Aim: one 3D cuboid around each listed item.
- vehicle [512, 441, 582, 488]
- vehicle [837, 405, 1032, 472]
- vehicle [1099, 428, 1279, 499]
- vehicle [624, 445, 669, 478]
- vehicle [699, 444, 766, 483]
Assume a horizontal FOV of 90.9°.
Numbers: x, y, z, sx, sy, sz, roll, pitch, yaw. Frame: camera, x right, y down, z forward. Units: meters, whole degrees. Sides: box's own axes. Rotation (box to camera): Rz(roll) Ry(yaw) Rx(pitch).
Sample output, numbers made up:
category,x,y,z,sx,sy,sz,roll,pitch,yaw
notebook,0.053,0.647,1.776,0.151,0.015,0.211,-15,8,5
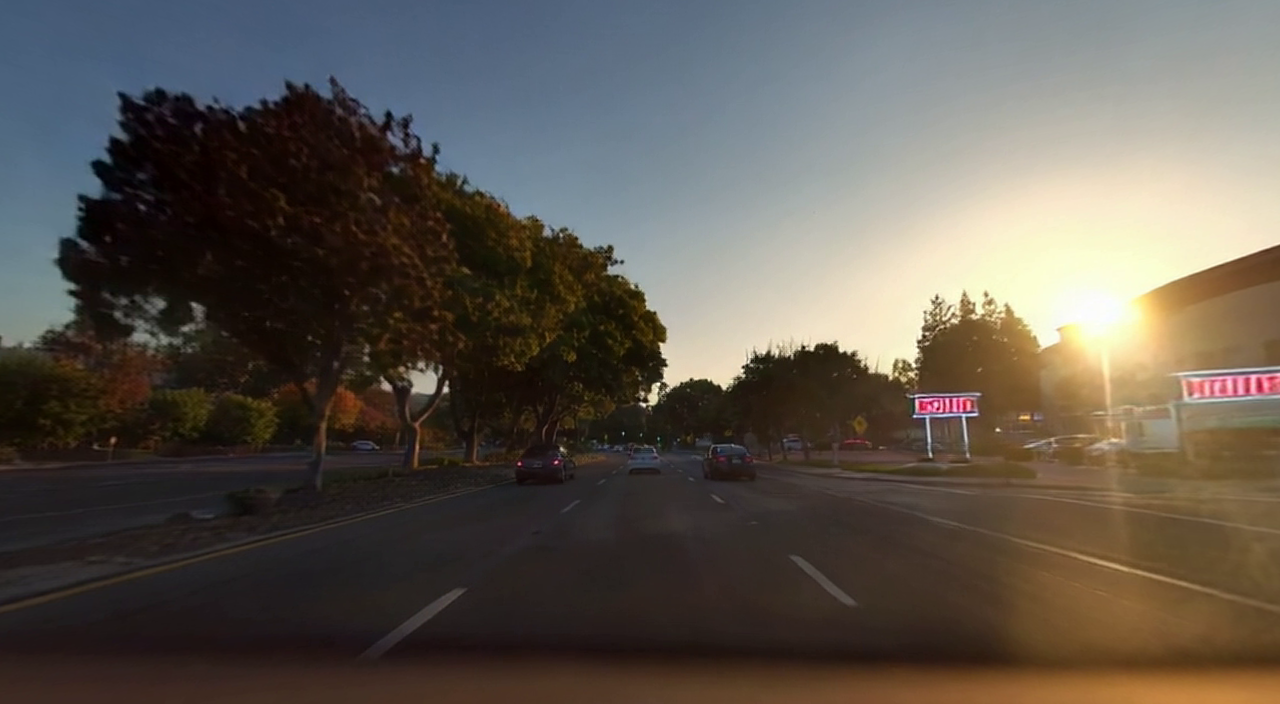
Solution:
category,x,y,z,sx,sy,sz,roll,pitch,yaw
vehicle,-3.440,4.244,24.123,1.995,1.607,4.086,0,-8,1
vehicle,14.853,4.490,32.417,8.343,3.028,3.002,-2,-9,3
vehicle,14.634,2.740,15.713,4.578,1.620,2.047,-2,-9,12
vehicle,0.282,5.334,31.108,2.059,1.477,4.216,0,-8,0
vehicle,3.723,4.543,26.141,2.012,1.462,4.400,0,-8,-1
